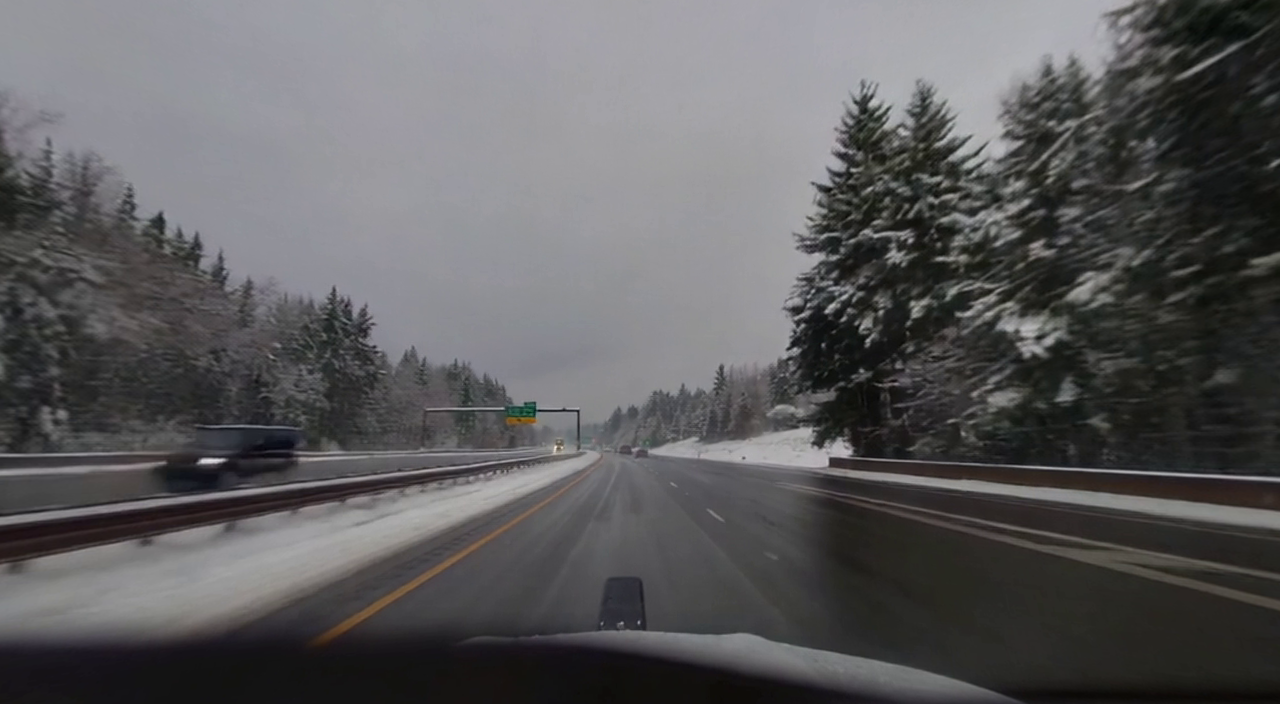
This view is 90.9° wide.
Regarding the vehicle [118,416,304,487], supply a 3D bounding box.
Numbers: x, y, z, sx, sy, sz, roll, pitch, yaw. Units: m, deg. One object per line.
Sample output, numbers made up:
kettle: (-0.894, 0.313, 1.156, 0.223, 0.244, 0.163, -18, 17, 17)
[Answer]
vehicle: (-12.962, 3.101, 19.649, 2.134, 1.893, 5.320, 0, -9, -1)
